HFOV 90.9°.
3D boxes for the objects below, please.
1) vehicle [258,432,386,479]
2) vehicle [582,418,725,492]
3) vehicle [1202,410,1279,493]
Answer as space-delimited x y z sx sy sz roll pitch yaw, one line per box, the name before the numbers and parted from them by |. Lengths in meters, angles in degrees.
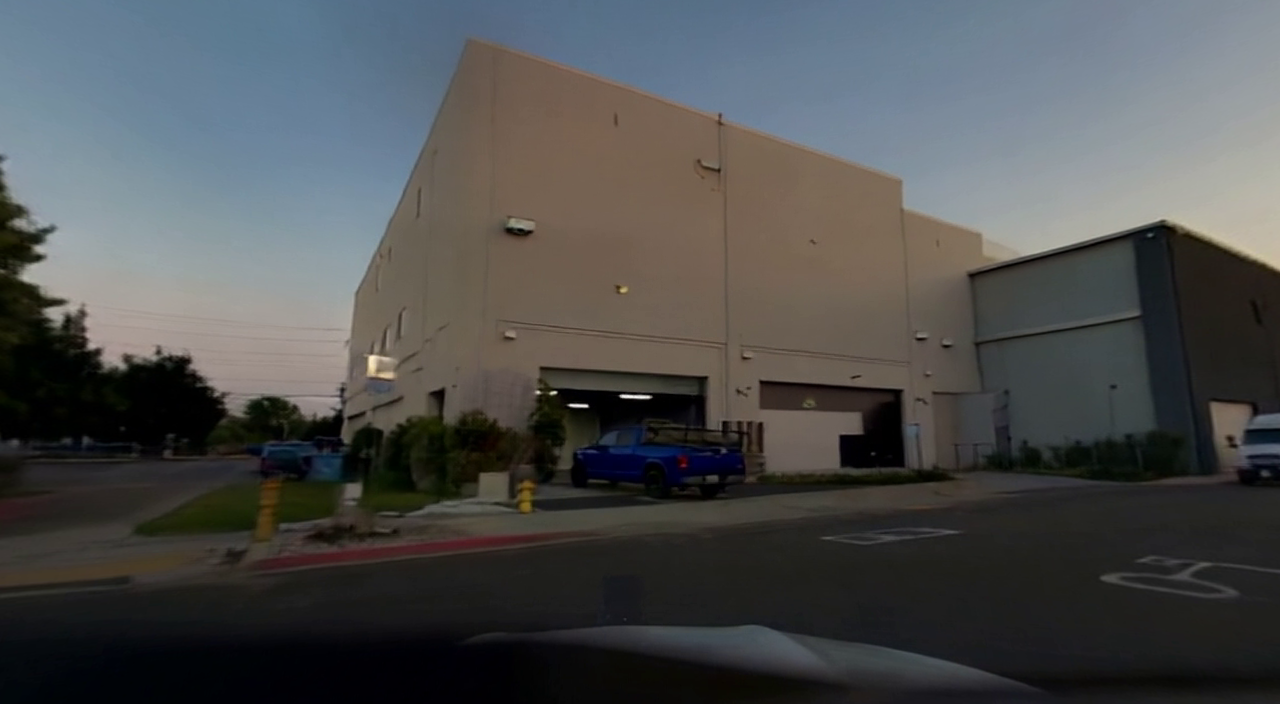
vehicle | -15.380 4.973 30.610 5.207 2.103 1.997 5 -10 -34
vehicle | 0.737 4.727 28.626 6.271 3.004 2.298 8 -12 -34
vehicle | 35.351 5.510 35.324 7.722 4.217 3.111 4 -10 -30
